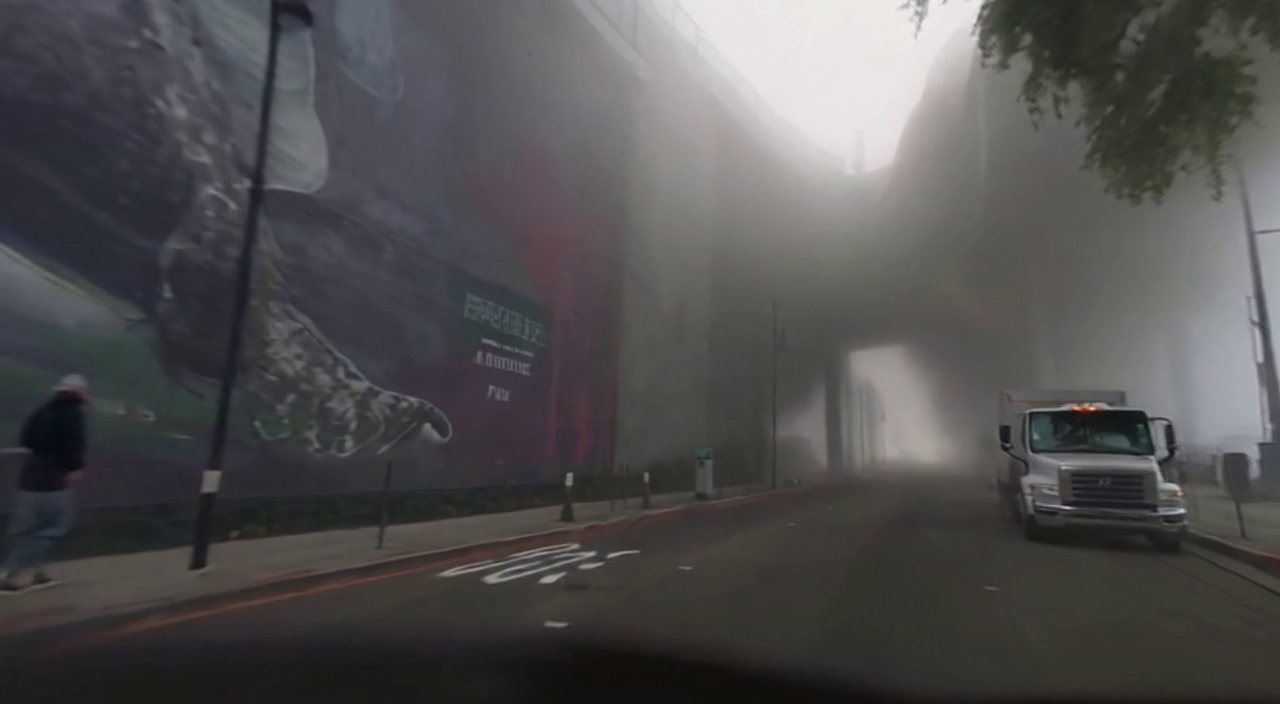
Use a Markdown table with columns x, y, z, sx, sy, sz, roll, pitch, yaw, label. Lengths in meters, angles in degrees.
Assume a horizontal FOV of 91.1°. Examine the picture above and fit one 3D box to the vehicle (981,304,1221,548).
| x | y | z | sx | sy | sz | roll | pitch | yaw | label |
| --- | --- | --- | --- | --- | --- | --- | --- | --- | --- |
| 9.938 | 1.857 | 14.828 | 2.849 | 3.893 | 9.347 | -4 | -10 | 27 | vehicle |
